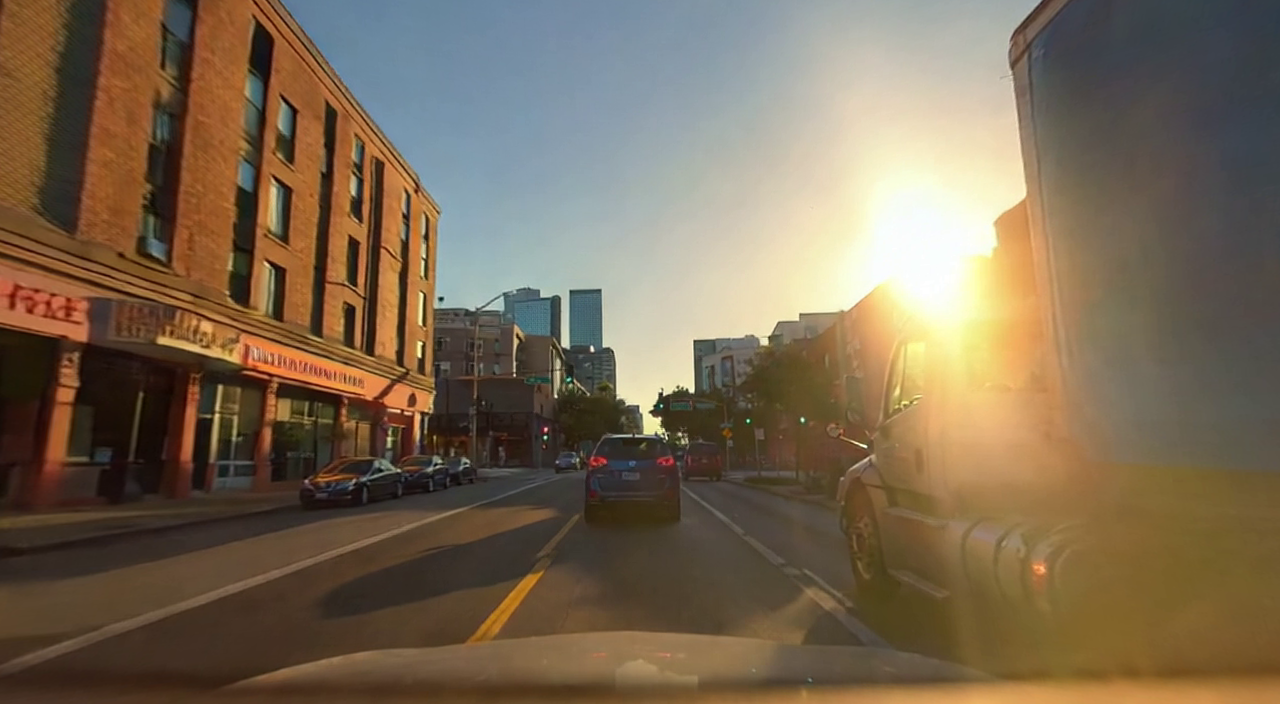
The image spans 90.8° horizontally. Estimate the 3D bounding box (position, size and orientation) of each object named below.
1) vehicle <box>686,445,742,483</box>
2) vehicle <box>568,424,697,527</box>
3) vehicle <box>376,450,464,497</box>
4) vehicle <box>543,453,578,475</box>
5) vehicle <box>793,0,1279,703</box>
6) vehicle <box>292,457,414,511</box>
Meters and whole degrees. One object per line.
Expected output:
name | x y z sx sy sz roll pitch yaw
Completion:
vehicle | 3.459 5.336 30.476 2.159 1.696 4.316 0 -8 0
vehicle | -0.122 2.525 13.502 2.283 1.783 4.548 0 -8 0
vehicle | -8.844 4.870 25.805 2.084 1.686 4.422 0 -8 -1
vehicle | -5.794 8.184 46.551 1.947 1.462 4.640 -1 -8 1
vehicle | 3.136 -0.110 2.088 2.913 3.771 9.716 0 -8 1
vehicle | -8.740 4.027 19.715 1.805 1.379 4.359 0 -8 -1
